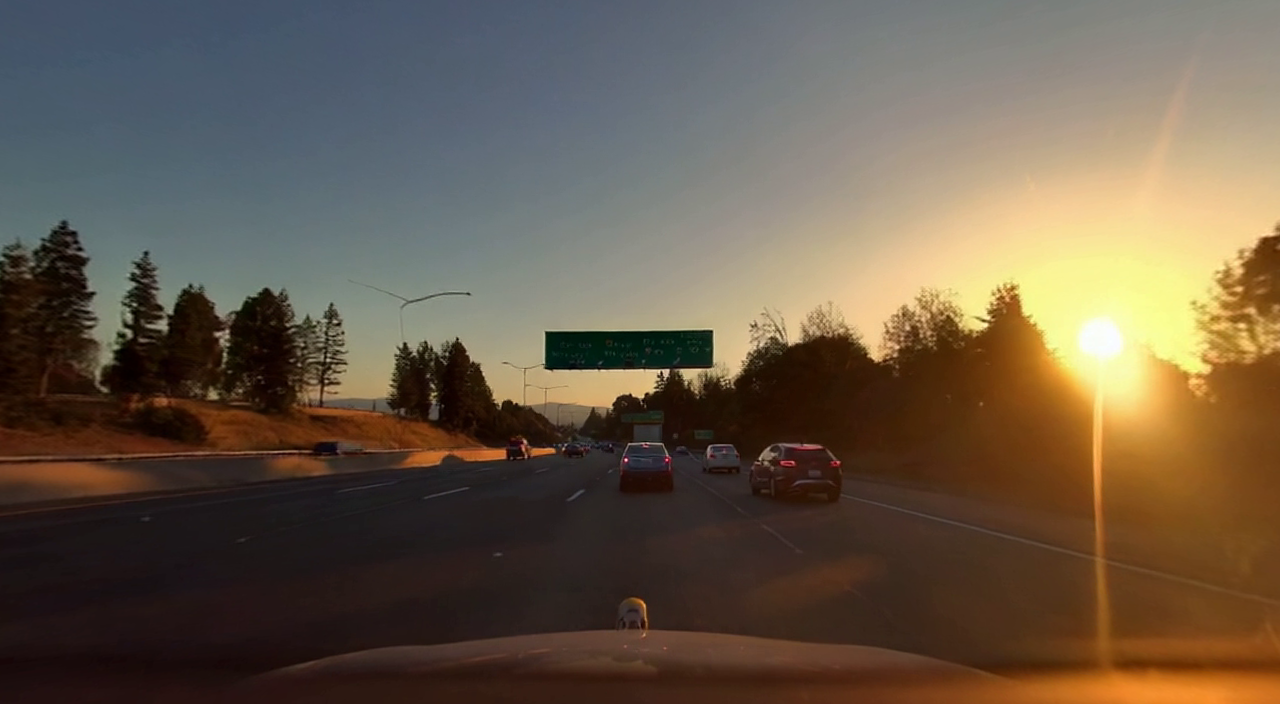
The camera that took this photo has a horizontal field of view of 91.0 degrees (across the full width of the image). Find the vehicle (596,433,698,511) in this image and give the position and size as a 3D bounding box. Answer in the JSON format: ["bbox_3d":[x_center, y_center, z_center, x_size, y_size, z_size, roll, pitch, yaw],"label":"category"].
[{"bbox_3d":[0.157,2.730,14.707,2.044,1.554,3.824,0,-9,0],"label":"vehicle"}]

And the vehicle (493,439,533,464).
[{"bbox_3d":[-9.821,7.732,49.053,1.978,1.821,4.975,0,-9,1],"label":"vehicle"}]

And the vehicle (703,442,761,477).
[{"bbox_3d":[4.262,5.058,29.849,2.002,1.499,4.710,0,-9,-1],"label":"vehicle"}]

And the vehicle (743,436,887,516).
[{"bbox_3d":[3.680,2.674,14.057,2.044,1.523,3.947,0,-9,0],"label":"vehicle"}]

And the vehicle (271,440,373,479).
[{"bbox_3d":[-14.420,4.881,28.953,2.055,1.613,4.955,0,-9,0],"label":"vehicle"}]
